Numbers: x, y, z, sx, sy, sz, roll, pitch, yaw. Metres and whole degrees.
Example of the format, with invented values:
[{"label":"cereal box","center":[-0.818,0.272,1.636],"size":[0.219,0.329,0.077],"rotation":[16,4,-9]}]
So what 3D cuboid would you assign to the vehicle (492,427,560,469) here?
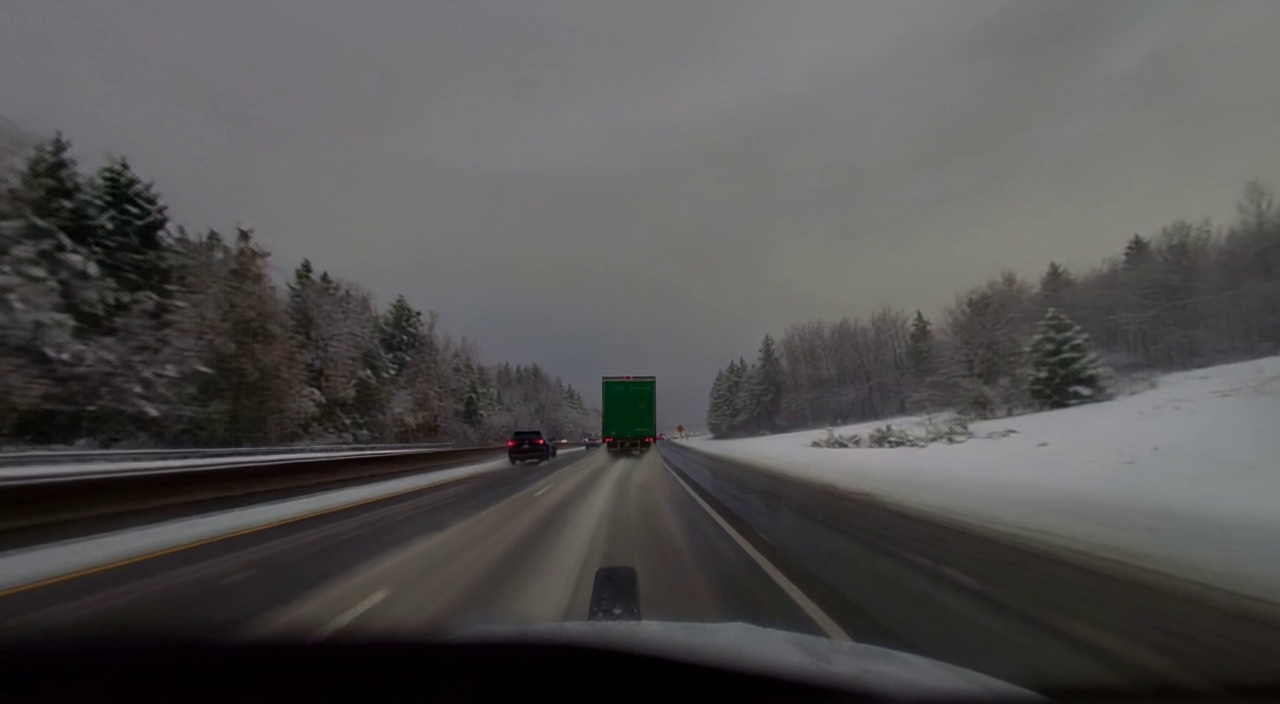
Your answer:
[{"label":"vehicle","center":[-4.936,4.232,27.922],"size":[2.138,1.697,4.587],"rotation":[0,-8,0]}]

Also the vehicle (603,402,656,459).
[{"label":"vehicle","center":[-0.486,3.486,28.049],"size":[2.319,2.461,1.270],"rotation":[0,-8,-2]}]
